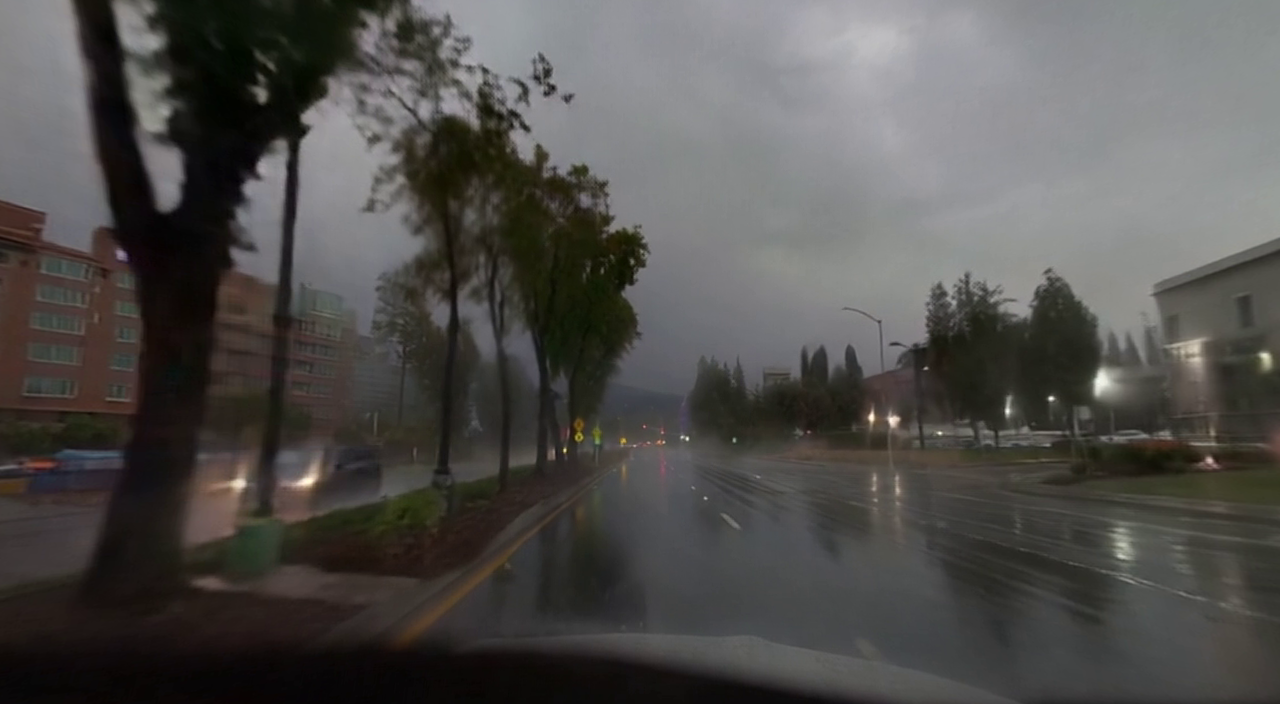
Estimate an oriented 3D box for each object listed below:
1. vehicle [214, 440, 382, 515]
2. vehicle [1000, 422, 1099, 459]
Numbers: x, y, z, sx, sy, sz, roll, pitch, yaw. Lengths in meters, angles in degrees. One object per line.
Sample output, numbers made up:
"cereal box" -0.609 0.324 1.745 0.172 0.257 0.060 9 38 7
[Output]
"vehicle" -8.526 3.114 16.278 1.948 1.647 4.275 0 -8 0
"vehicle" 27.899 6.097 43.296 2.186 2.298 5.989 1 -8 -7
